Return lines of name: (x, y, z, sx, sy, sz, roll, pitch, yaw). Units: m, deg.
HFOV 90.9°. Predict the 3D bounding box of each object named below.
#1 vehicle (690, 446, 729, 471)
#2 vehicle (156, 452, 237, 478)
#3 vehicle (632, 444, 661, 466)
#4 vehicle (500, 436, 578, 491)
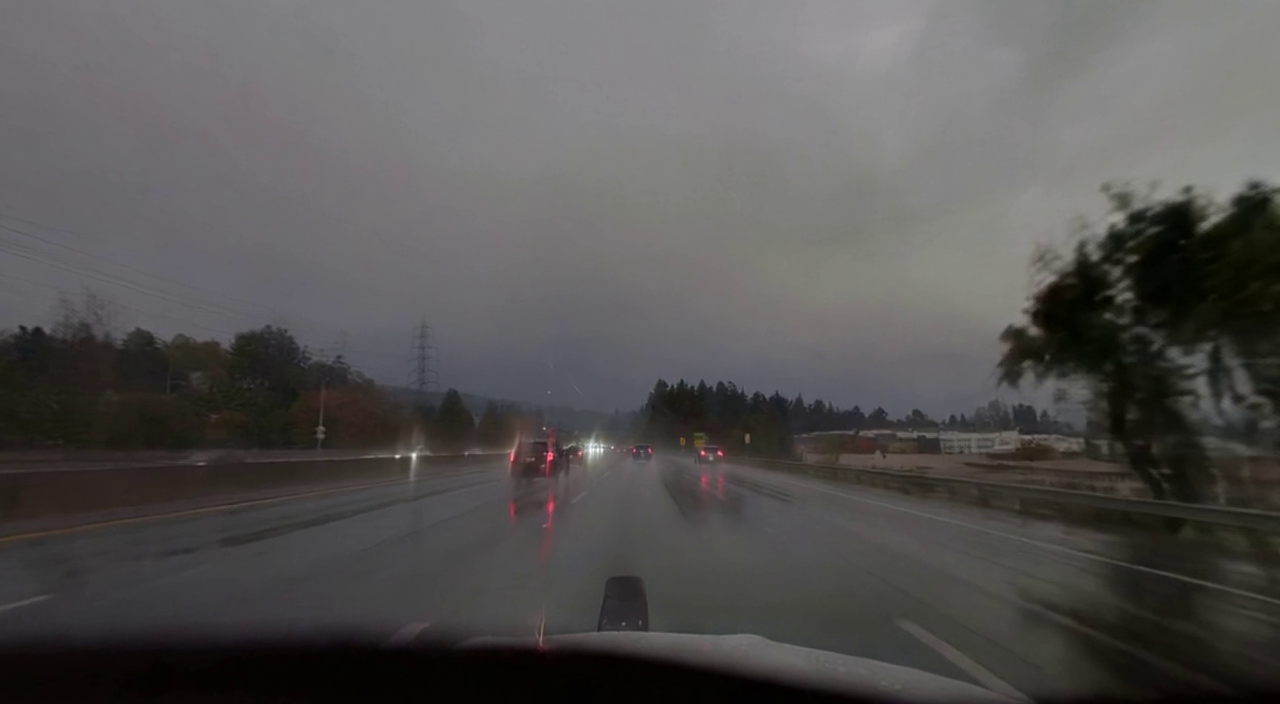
vehicle: (4.385, 6.738, 40.205, 1.964, 1.479, 4.252, 0, -9, -1)
vehicle: (-28.781, 7.318, 41.116, 1.862, 1.515, 4.643, 0, -9, 1)
vehicle: (0.476, 7.976, 48.962, 2.156, 1.647, 3.987, 0, -9, 0)
vehicle: (-3.399, 3.845, 22.027, 1.961, 1.704, 4.052, 0, -9, 1)
